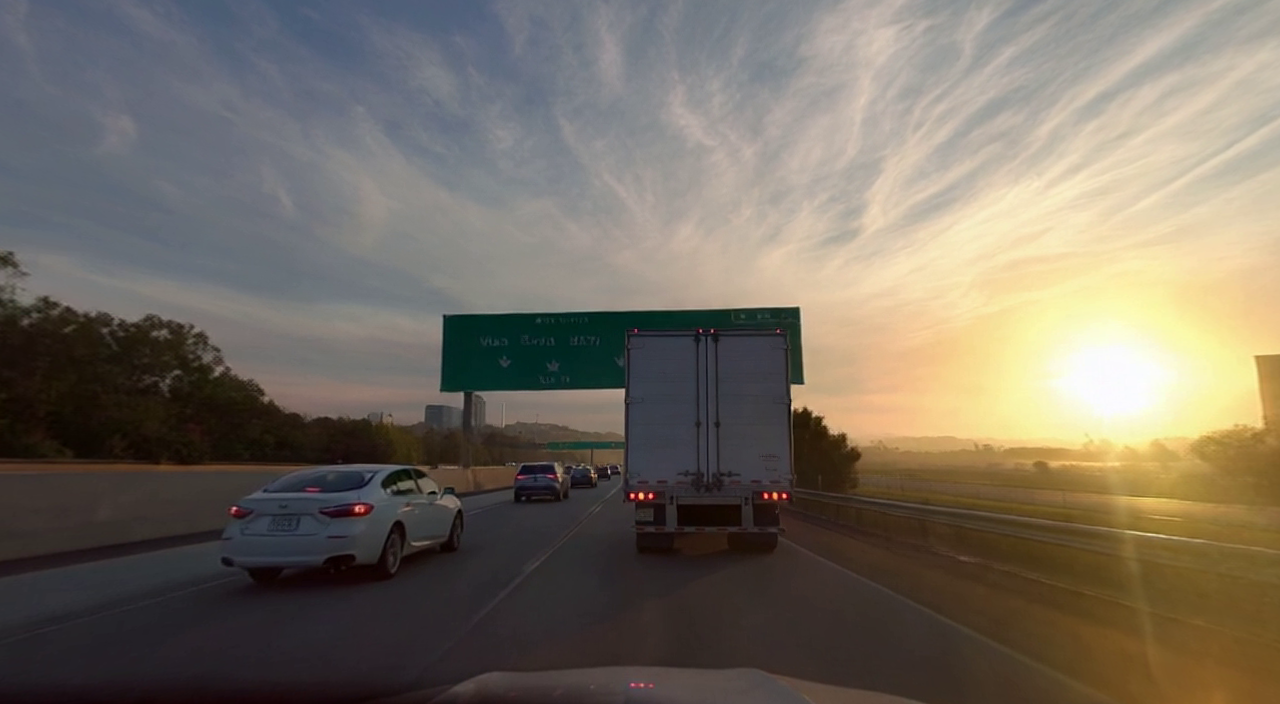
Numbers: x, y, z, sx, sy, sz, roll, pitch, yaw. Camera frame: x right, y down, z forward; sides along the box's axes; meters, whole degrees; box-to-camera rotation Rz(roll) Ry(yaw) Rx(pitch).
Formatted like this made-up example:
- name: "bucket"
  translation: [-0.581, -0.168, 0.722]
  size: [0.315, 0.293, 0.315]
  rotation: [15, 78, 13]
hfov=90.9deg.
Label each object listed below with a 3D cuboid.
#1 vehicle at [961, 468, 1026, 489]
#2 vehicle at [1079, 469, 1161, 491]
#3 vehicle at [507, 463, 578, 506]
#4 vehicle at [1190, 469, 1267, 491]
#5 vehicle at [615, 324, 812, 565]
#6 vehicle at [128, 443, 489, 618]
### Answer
- name: "vehicle"
  translation: [27.471, 9.833, 49.053]
  size: [4.107, 1.485, 1.796]
  rotation: [-4, -11, 21]
- name: "vehicle"
  translation: [34.725, 9.278, 45.683]
  size: [4.299, 1.465, 1.807]
  rotation: [-1, -11, 8]
- name: "vehicle"
  translation: [-3.672, 5.127, 24.600]
  size: [1.964, 1.482, 4.371]
  rotation: [0, -11, 1]
- name: "vehicle"
  translation: [42.537, 9.251, 45.567]
  size: [3.974, 1.485, 1.709]
  rotation: [1, -11, -4]
- name: "vehicle"
  translation: [1.054, 2.111, 13.669]
  size: [2.831, 3.529, 8.689]
  rotation: [1, -11, 0]
- name: "vehicle"
  translation: [-3.517, 2.026, 8.011]
  size: [1.983, 1.509, 4.679]
  rotation: [1, -11, 1]
